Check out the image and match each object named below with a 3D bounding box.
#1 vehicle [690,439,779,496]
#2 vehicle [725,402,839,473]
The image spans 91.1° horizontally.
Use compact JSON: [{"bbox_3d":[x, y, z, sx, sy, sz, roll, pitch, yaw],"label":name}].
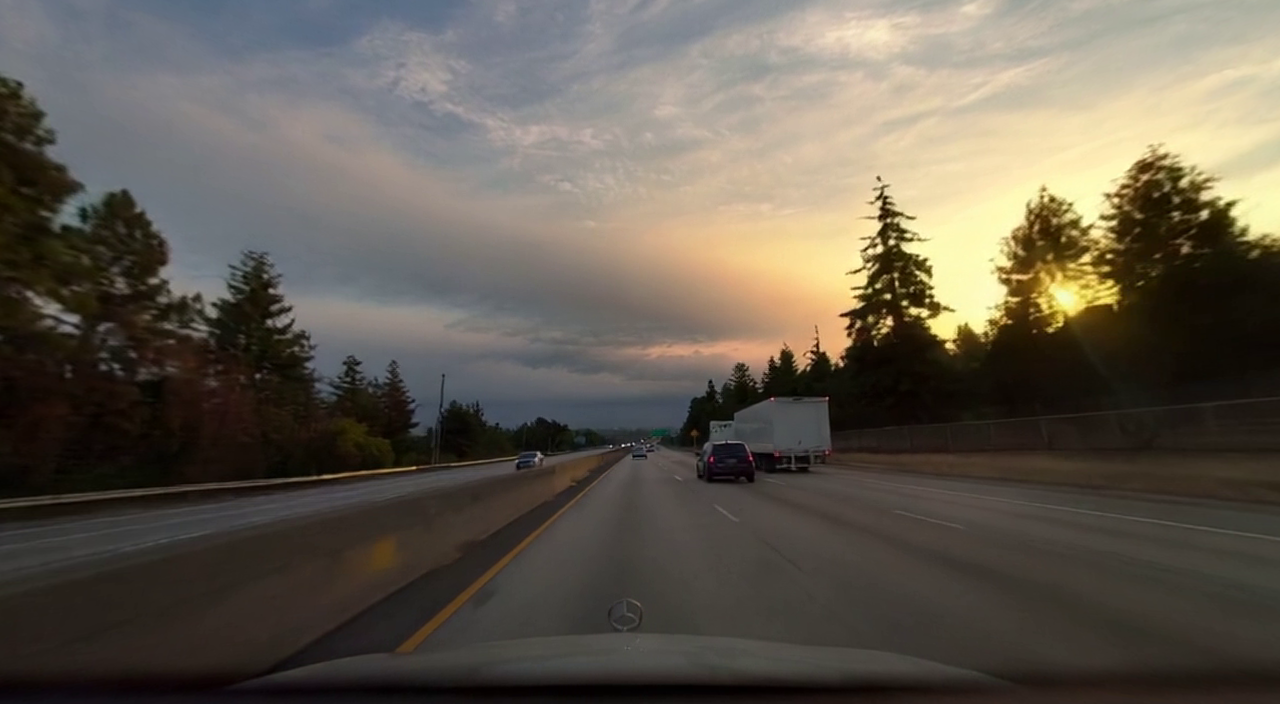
[{"bbox_3d":[2.947,3.761,20.866,2.123,1.620,4.959,0,-9,-1],"label":"vehicle"},{"bbox_3d":[7.031,4.615,33.129,3.536,3.160,9.428,0,-9,-2],"label":"vehicle"}]
